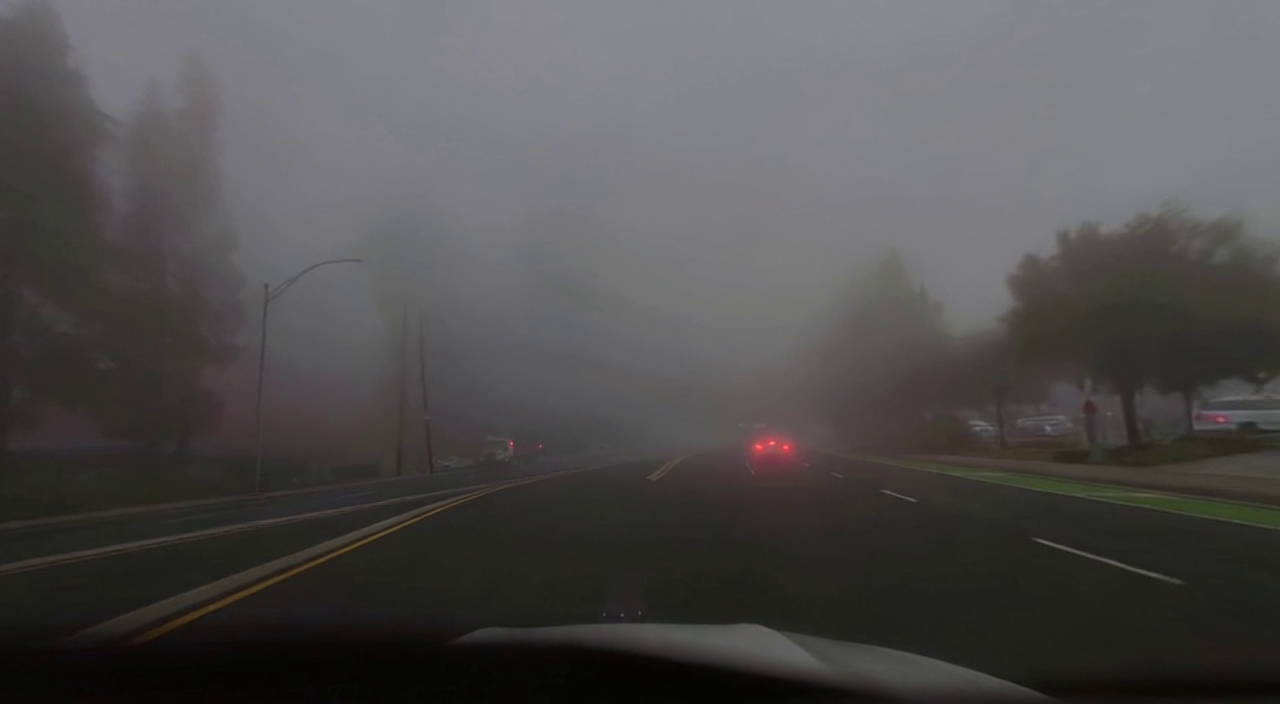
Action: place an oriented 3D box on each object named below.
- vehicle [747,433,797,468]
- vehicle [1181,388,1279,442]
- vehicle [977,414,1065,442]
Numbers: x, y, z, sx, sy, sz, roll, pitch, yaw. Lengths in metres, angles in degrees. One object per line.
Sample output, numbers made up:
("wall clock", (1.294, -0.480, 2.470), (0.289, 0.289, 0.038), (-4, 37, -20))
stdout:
("vehicle", (6.636, 5.026, 32.179), (2.181, 1.639, 4.127), (-1, -9, 7))
("vehicle", (22.914, 2.309, 22.910), (4.359, 1.849, 2.152), (-1, -9, 7))
("vehicle", (25.656, 5.165, 42.720), (4.440, 1.725, 2.255), (-1, -9, 8))
